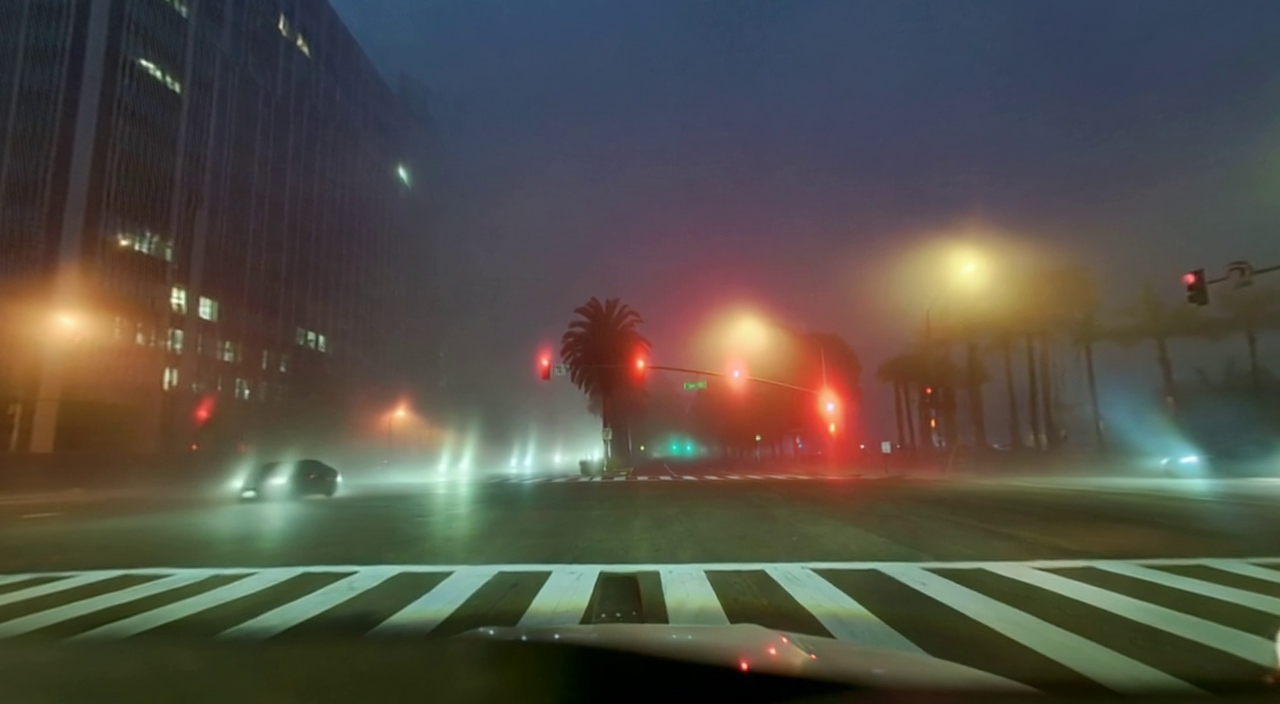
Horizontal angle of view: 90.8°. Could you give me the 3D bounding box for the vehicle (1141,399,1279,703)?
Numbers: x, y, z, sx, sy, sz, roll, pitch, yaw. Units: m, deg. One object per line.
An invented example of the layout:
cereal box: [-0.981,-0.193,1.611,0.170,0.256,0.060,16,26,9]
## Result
vehicle: [3.220,0.607,0.169,2.106,1.472,4.854,0,-9,-1]

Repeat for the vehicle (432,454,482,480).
vehicle: [-12.349,7.750,42.894,2.038,1.624,4.292,0,-9,1]

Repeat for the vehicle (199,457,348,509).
vehicle: [-12.371,4.422,21.820,2.145,1.504,4.857,0,-9,1]
